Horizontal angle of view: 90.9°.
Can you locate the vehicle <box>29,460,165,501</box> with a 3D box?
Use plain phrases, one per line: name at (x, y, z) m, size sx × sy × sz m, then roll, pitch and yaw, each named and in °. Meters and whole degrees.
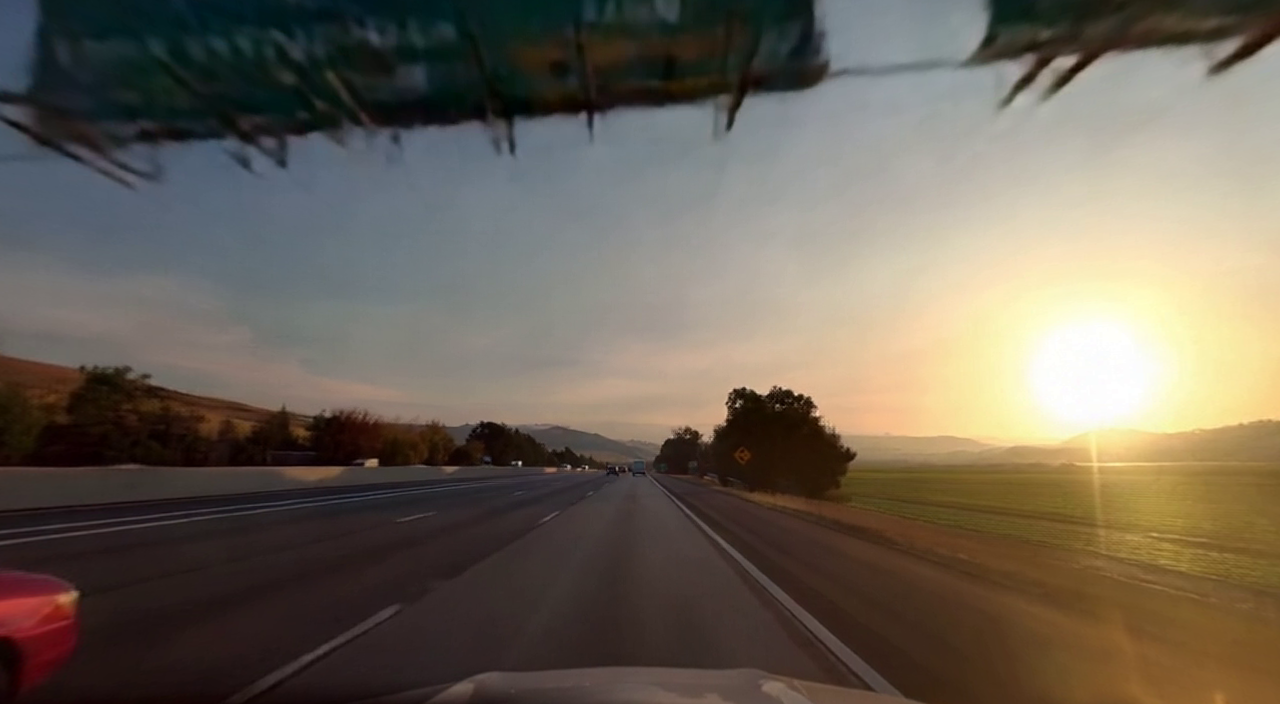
vehicle at (-23.287, 5.500, 27.286) m, size 1.916 × 1.576 × 4.365 m, roll 1°, pitch -10°, yaw 1°
